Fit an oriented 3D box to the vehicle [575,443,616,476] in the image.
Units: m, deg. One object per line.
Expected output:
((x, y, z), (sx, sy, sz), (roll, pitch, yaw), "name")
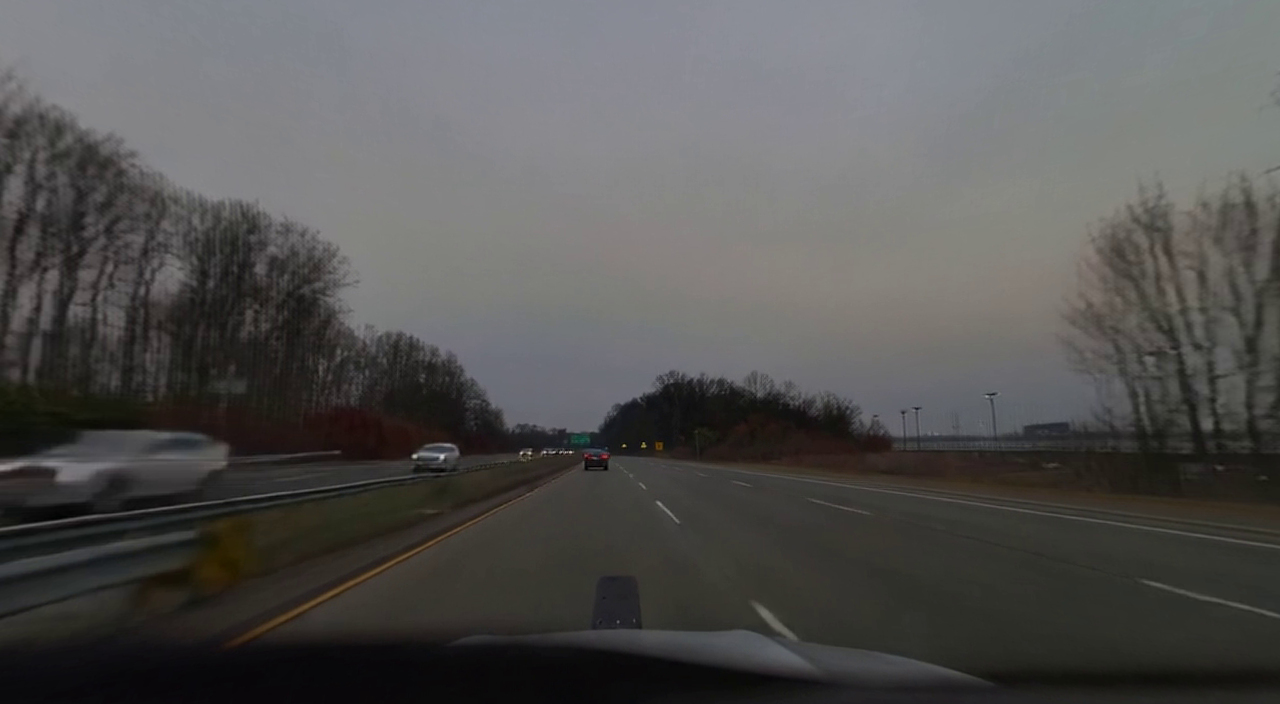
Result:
((-2.465, 5.978, 34.961), (2.151, 1.693, 4.201), (0, -9, -3), "vehicle")

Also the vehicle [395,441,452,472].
((-11.597, 5.610, 33.797), (1.817, 1.501, 3.906), (0, -9, -3), "vehicle")

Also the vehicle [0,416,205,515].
((-10.198, 2.025, 11.488), (1.815, 1.491, 3.784), (0, -9, -3), "vehicle")
